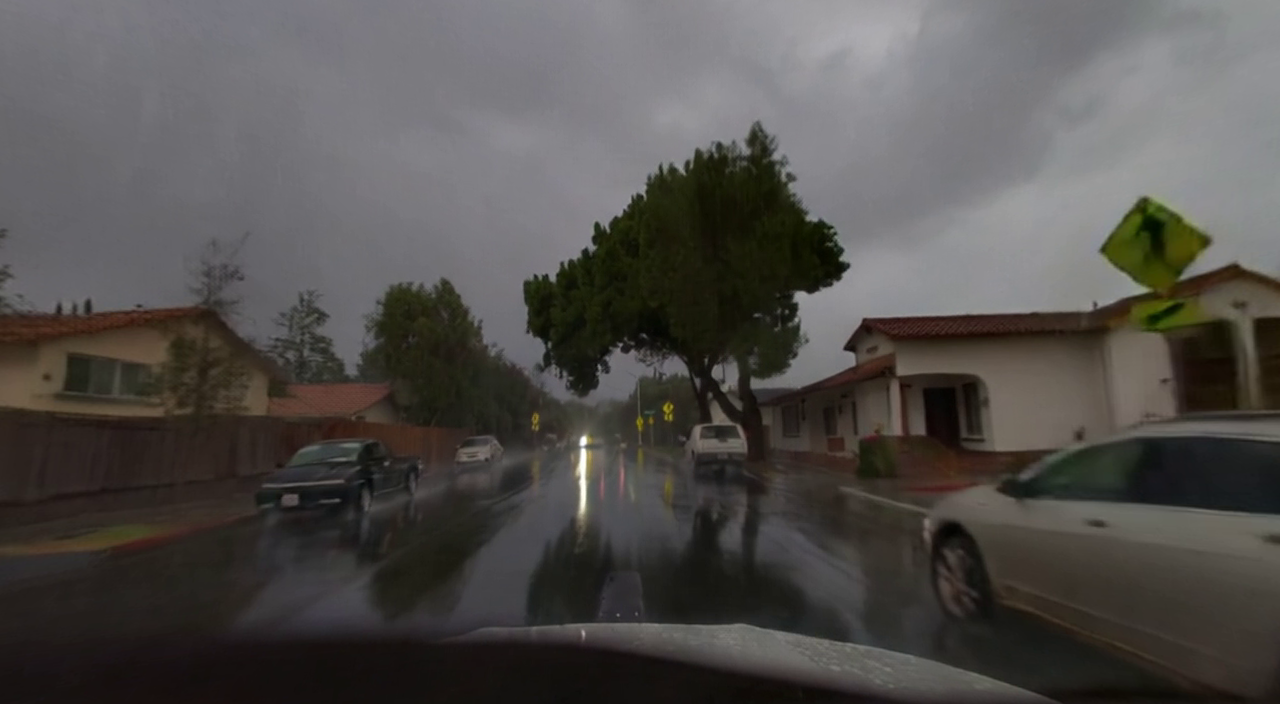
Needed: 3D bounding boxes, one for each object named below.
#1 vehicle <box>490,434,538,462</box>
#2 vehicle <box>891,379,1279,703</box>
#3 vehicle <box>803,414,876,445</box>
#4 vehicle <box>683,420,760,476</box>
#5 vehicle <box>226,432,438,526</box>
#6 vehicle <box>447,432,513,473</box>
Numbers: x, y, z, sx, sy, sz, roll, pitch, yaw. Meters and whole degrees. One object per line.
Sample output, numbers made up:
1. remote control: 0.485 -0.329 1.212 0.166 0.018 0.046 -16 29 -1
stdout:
1. vehicle: -6.823 5.244 34.571 1.919 1.464 4.155 0 -8 -2
2. vehicle: 3.249 0.979 3.089 1.875 1.568 4.899 0 -7 -2
3. vehicle: 12.578 4.906 39.687 4.184 1.817 2.026 -4 -8 21
4. vehicle: 2.637 3.221 21.486 1.997 1.663 4.544 0 -8 0
5. vehicle: -5.916 2.432 13.105 1.972 1.502 5.530 0 -7 -4
6. vehicle: -6.456 4.062 25.828 1.842 1.540 3.704 0 -8 -2
